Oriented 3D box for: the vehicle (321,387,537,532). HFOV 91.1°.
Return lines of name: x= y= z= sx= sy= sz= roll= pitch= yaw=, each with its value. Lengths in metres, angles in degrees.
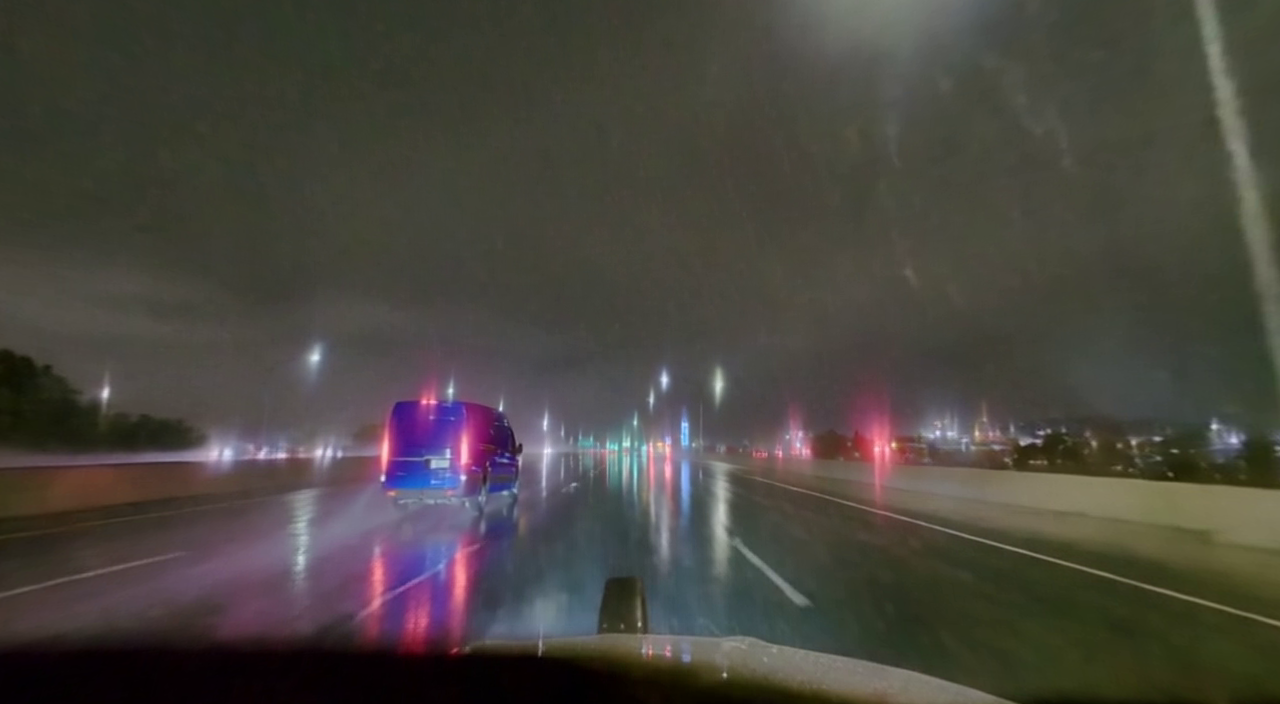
vehicle: x=-3.733 y=2.080 z=12.551 sx=2.372 sy=2.248 sz=5.393 roll=0 pitch=-9 yaw=1
